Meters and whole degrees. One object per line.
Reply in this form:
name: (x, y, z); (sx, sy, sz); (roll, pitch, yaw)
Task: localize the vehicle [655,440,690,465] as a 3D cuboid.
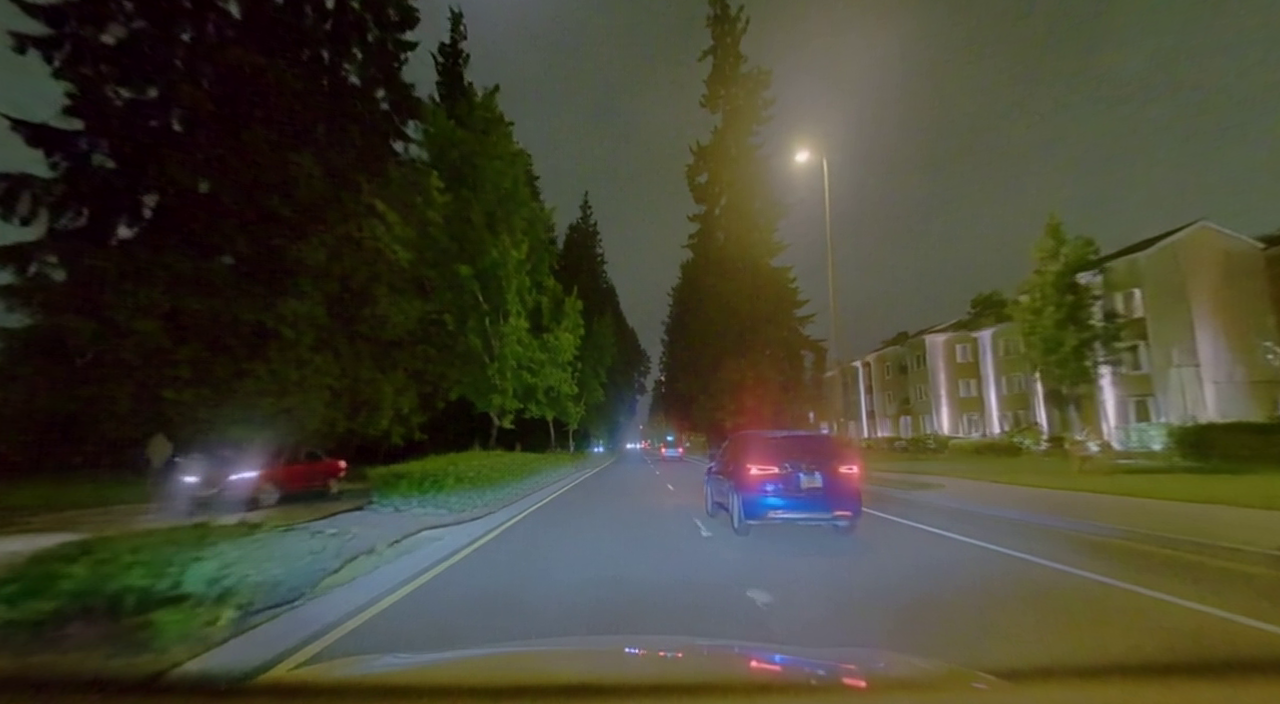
vehicle: (2.270, 7.219, 45.509); (2.164, 1.725, 4.285); (0, -9, -1)

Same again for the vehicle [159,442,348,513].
vehicle: (-11.645, 3.787, 19.767); (2.248, 1.858, 5.854); (0, -9, 0)

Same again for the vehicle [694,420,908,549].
vehicle: (2.230, 2.003, 10.260); (2.066, 1.603, 4.475); (0, -9, -3)
